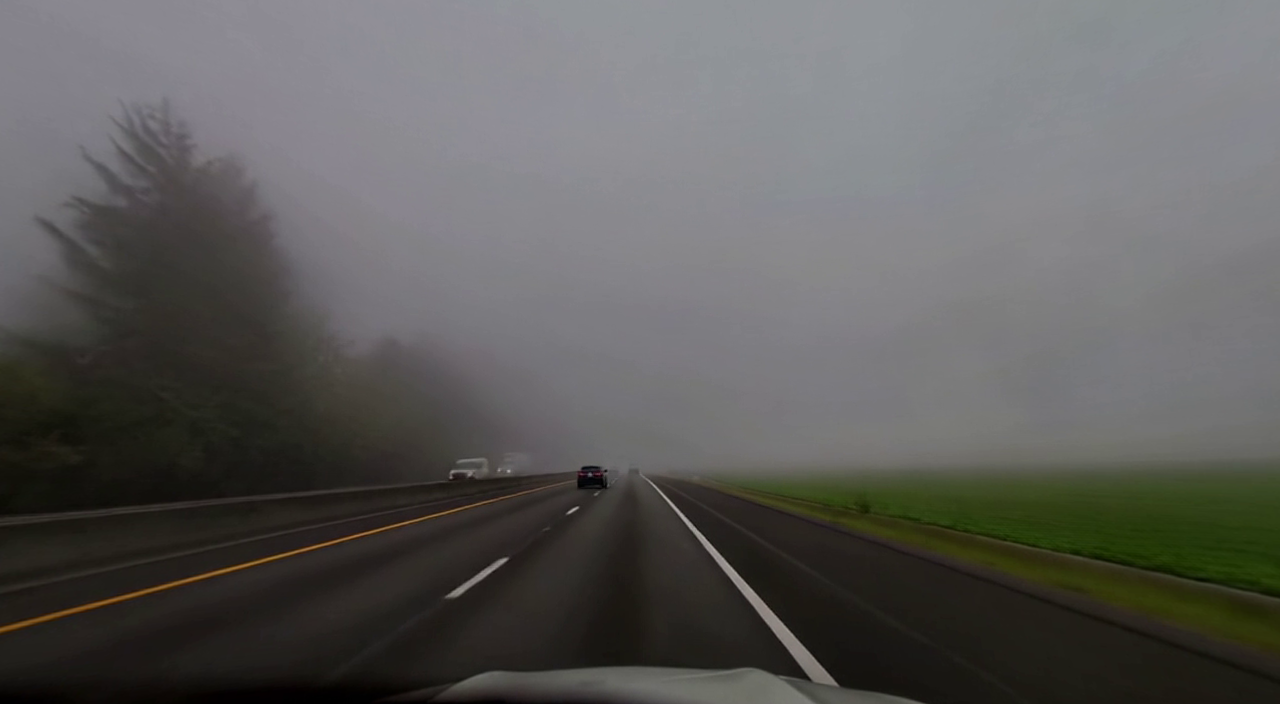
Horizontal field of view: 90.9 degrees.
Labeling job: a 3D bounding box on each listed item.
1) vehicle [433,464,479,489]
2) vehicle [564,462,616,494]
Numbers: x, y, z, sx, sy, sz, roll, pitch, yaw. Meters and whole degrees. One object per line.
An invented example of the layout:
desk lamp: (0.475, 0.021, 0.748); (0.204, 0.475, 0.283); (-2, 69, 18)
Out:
vehicle: (-12.248, 8.338, 42.213); (1.834, 1.541, 3.969); (1, -10, 0)
vehicle: (-2.427, 6.328, 31.754); (2.183, 1.435, 4.653); (0, -10, 1)
